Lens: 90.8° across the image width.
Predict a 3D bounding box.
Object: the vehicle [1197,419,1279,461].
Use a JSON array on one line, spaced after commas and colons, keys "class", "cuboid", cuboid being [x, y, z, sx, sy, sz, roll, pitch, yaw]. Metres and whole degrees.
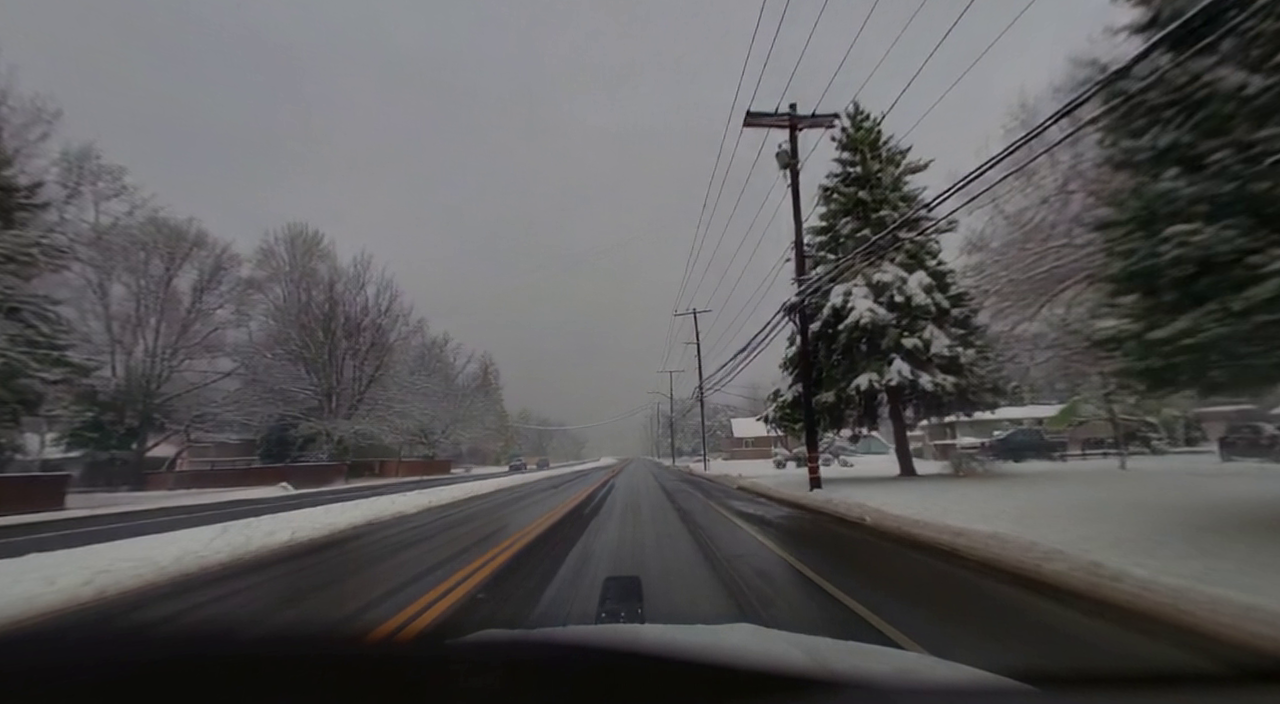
[{"class": "vehicle", "cuboid": [29.429, 4.206, 29.813, 1.877, 1.757, 4.937, 1, -10, 3]}]
